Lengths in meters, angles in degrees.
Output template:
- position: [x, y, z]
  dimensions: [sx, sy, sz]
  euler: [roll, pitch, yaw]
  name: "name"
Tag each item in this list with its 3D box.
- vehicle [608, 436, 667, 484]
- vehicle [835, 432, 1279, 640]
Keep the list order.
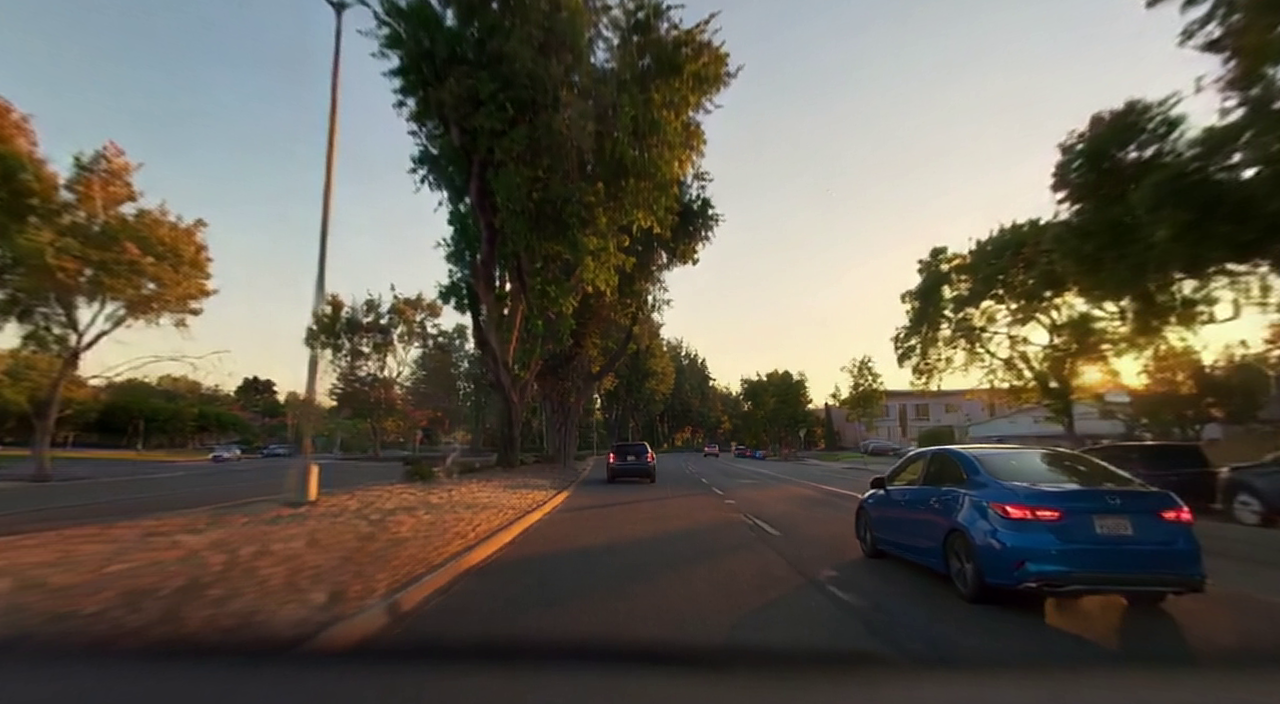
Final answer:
- position: [-0.179, 4.137, 24.542]
  dimensions: [2.085, 1.693, 4.301]
  euler: [0, -8, -2]
  name: "vehicle"
- position: [3.750, 1.605, 6.639]
  dimensions: [1.918, 1.418, 4.360]
  euler: [0, -8, -1]
  name: "vehicle"
